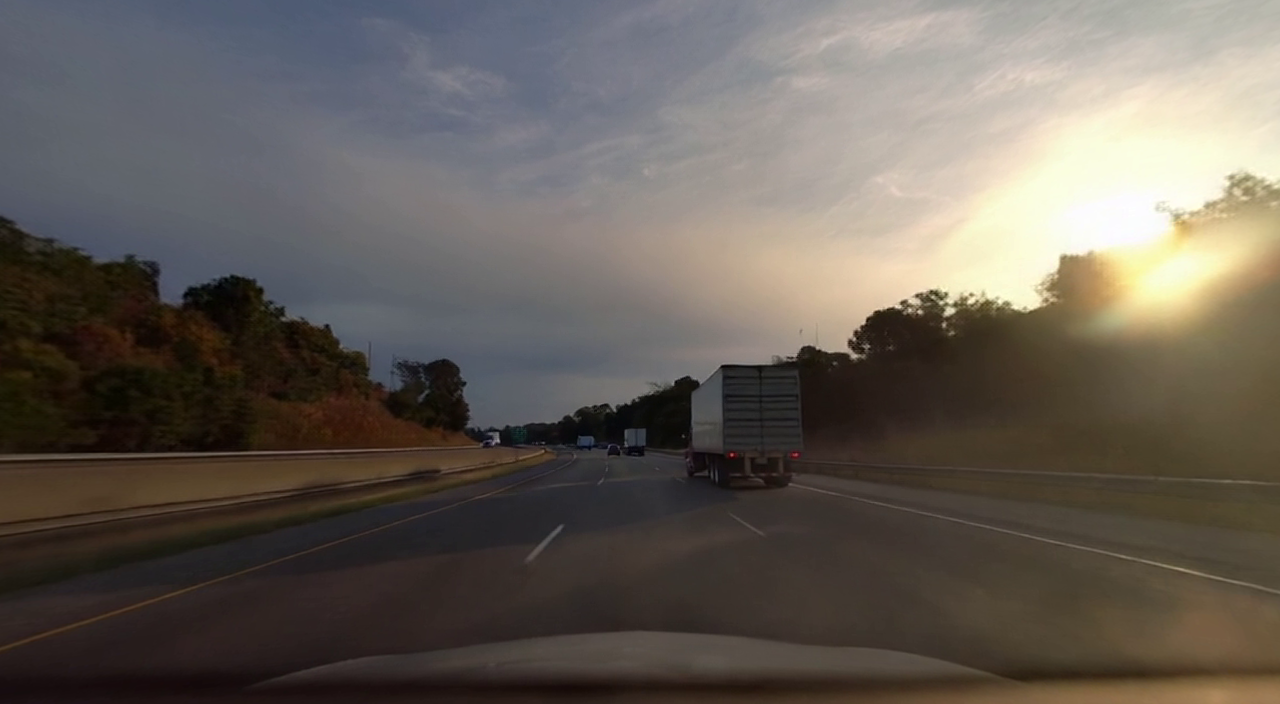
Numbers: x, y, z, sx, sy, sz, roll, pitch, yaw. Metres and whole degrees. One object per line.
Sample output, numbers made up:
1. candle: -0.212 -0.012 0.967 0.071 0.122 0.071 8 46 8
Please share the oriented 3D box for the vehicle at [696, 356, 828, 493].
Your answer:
1. vehicle: 3.976 2.753 22.878 2.826 4.035 8.369 0 -9 -2
